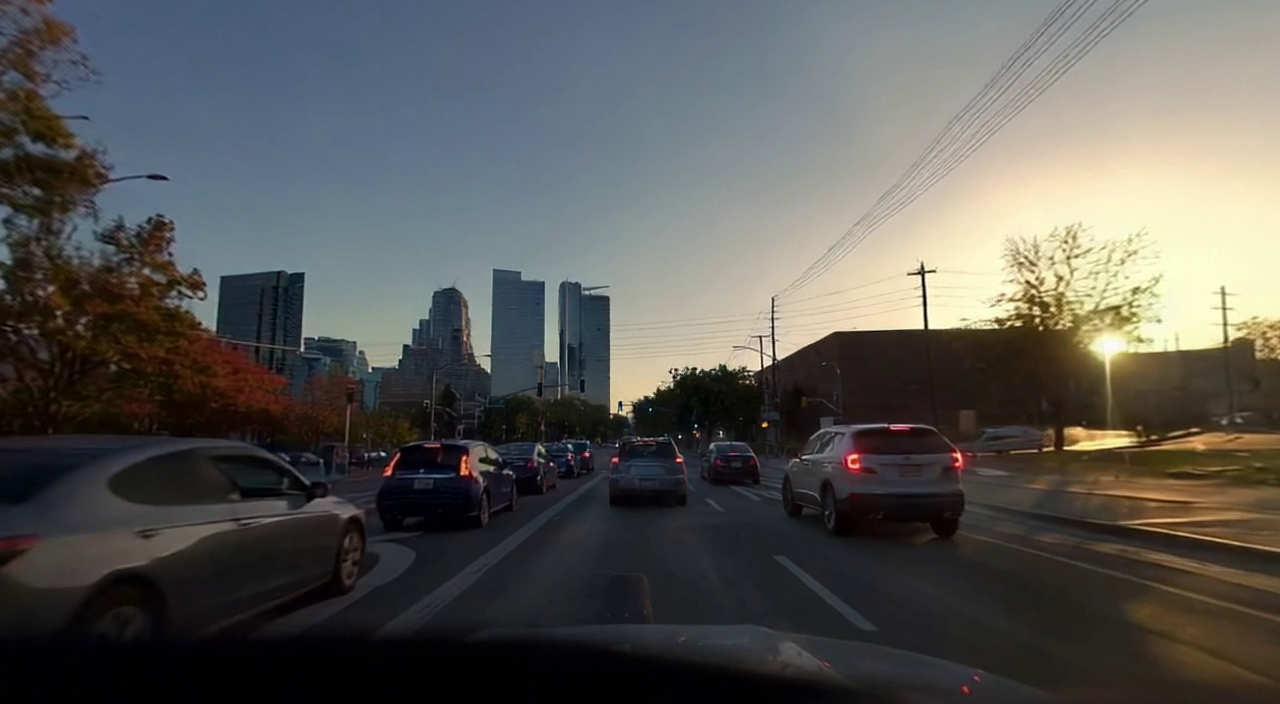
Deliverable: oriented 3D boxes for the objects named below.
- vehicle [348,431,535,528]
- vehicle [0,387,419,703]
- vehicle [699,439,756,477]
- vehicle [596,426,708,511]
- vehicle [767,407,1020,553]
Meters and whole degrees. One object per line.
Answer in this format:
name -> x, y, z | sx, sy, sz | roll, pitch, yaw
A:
vehicle -> -3.498, 2.346, 12.226 | 2.124, 1.500, 4.626 | 0, -8, 0
vehicle -> -3.221, 1.185, 4.187 | 2.104, 1.488, 4.546 | 0, -8, -4
vehicle -> 3.780, 4.672, 28.005 | 1.880, 1.503, 4.130 | 0, -8, -1
vehicle -> 0.219, 2.611, 14.538 | 2.200, 1.653, 4.127 | 0, -8, 0
vehicle -> 3.464, 1.855, 9.776 | 2.024, 1.711, 4.512 | 0, -8, 0
